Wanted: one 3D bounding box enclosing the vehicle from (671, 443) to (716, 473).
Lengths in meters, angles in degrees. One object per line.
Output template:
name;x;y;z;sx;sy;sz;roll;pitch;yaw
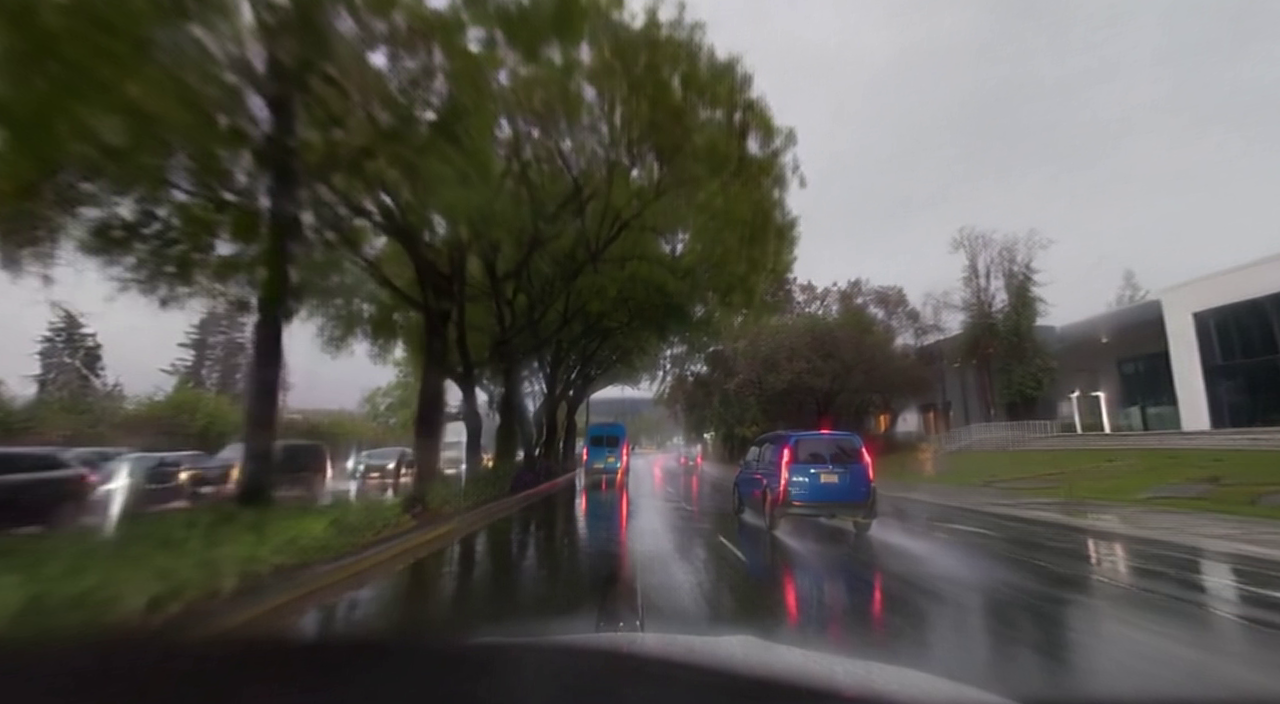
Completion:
vehicle;3.172;6.360;38.063;2.248;1.692;4.252;0;-9;-1

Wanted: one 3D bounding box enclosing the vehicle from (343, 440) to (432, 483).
vehicle;-11.360;4.947;28.816;2.192;1.754;4.569;0;-9;-1

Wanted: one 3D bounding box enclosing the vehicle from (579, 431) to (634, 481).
vehicle;-1.421;4.671;28.501;2.228;2.054;4.309;0;-9;0

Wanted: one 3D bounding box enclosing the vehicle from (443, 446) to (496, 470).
vehicle;-11.304;7.073;42.227;2.116;1.481;4.572;0;-9;2

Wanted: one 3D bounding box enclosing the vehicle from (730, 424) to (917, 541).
vehicle;2.943;2.201;11.214;1.965;1.671;4.146;0;-9;-1

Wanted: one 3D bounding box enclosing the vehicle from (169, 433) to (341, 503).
vehicle;-11.183;3.406;18.929;2.091;1.806;4.859;0;-9;0

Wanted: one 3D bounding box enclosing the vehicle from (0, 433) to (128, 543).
vehicle;-10.944;2.164;10.147;1.988;1.689;4.047;0;-9;0
